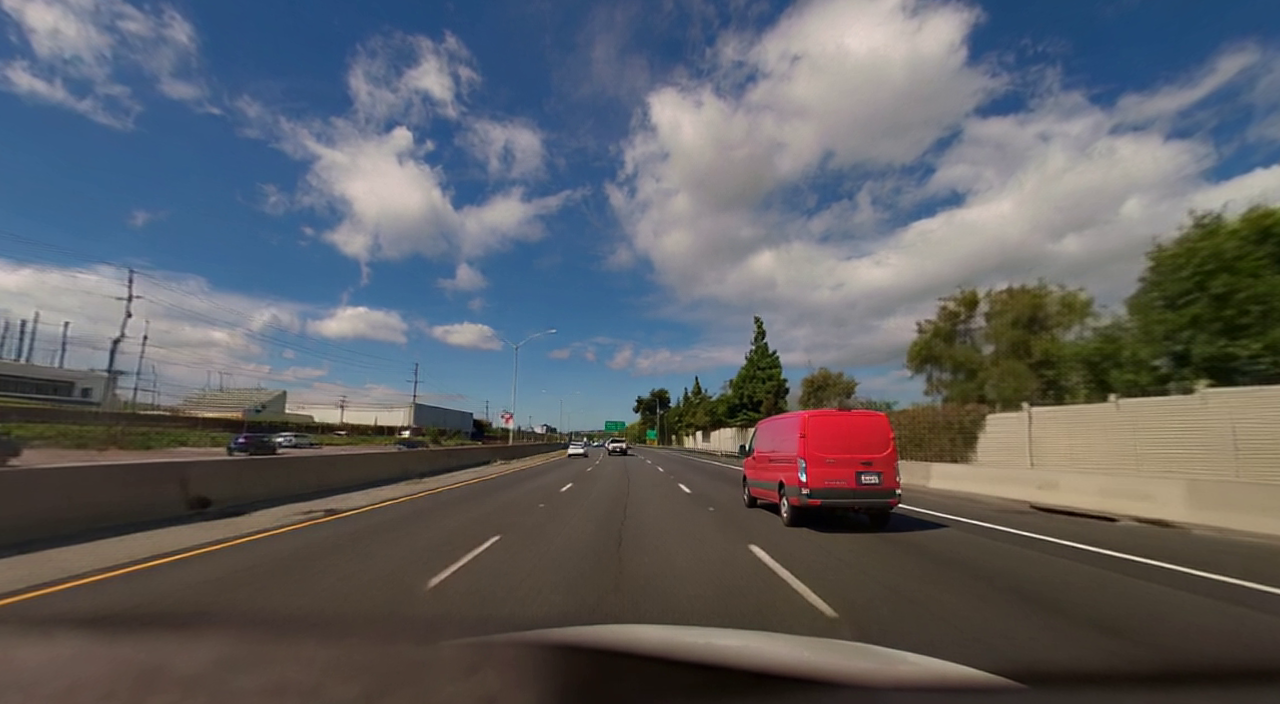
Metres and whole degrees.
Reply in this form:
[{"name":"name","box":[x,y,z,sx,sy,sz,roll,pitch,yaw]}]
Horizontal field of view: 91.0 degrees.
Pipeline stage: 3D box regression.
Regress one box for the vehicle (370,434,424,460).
[{"name":"vehicle","box":[-15.702,6.156,40.868,1.882,1.538,4.369,0,-8,-2]}]
